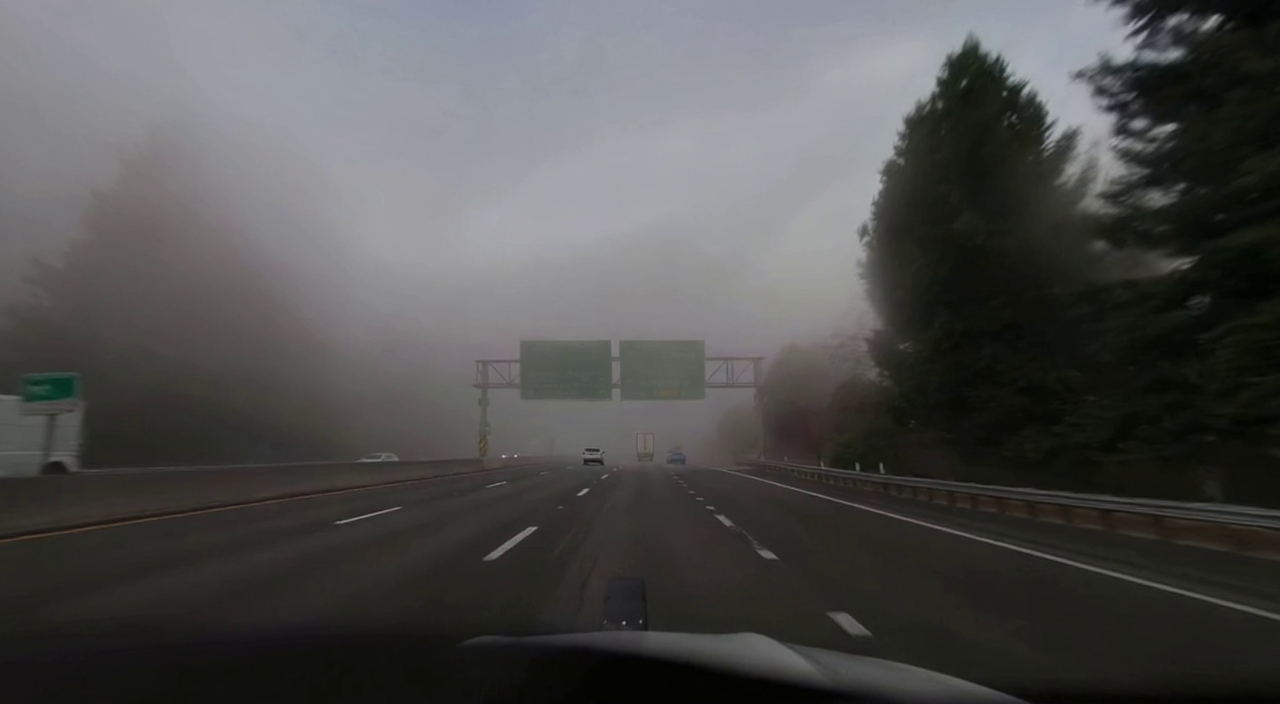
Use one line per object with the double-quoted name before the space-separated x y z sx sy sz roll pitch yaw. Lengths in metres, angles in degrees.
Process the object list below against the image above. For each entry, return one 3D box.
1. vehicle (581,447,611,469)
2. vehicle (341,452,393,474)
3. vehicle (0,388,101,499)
"vehicle" -3.217 7.870 46.737 1.996 1.521 3.912 0 -8 0
"vehicle" -19.879 8.088 46.058 1.854 1.430 4.222 0 -8 1
"vehicle" -24.137 2.729 18.864 2.870 3.910 14.757 0 -8 0
